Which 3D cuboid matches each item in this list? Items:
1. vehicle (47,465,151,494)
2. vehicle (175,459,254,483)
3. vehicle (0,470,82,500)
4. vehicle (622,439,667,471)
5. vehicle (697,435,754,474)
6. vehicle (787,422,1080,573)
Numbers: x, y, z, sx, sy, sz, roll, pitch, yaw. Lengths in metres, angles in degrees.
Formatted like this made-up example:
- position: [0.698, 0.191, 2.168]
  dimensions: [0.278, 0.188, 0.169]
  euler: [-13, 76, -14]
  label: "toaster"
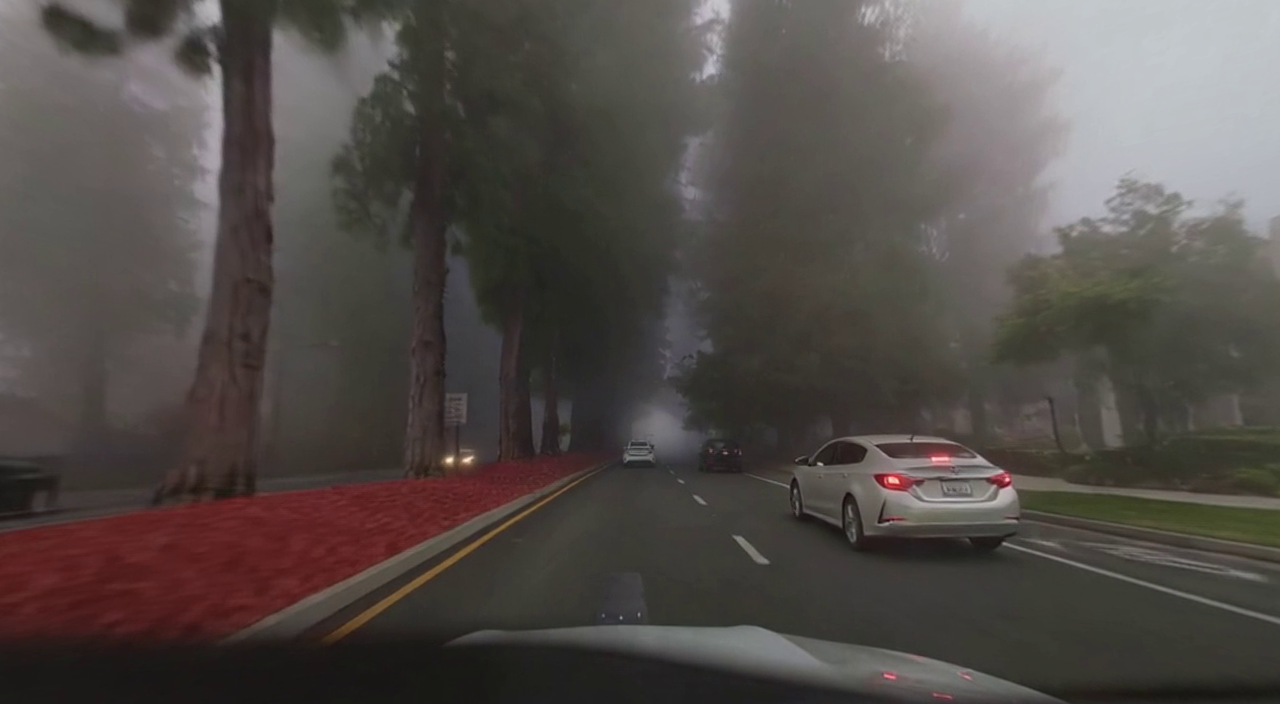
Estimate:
- position: [-31.962, 7.520, 37.405]
  dimensions: [4.432, 1.535, 1.866]
  euler: [0, -8, 2]
  label: "vehicle"
- position: [-30.706, 8.597, 45.675]
  dimensions: [4.279, 1.438, 2.037]
  euler: [-3, -9, 3]
  label: "vehicle"
- position: [-31.283, 6.771, 32.220]
  dimensions: [3.757, 1.391, 2.001]
  euler: [-1, -9, 2]
  label: "vehicle"
- position: [0.234, 5.136, 31.677]
  dimensions: [2.082, 1.473, 4.028]
  euler: [0, -8, 1]
  label: "vehicle"
- position: [3.926, 4.787, 29.697]
  dimensions: [2.074, 1.652, 4.340]
  euler: [0, -9, 0]
  label: "vehicle"
- position: [3.488, 1.796, 8.589]
  dimensions: [1.985, 1.529, 4.147]
  euler: [0, -8, 0]
  label: "vehicle"
